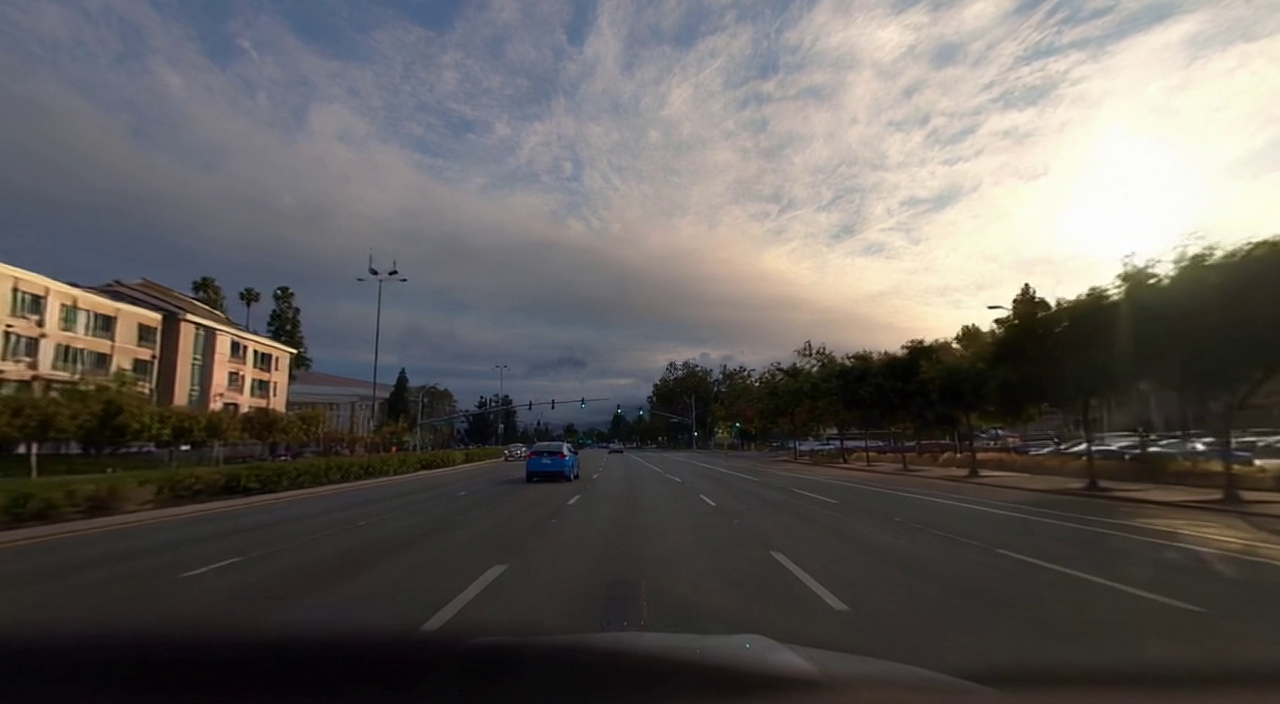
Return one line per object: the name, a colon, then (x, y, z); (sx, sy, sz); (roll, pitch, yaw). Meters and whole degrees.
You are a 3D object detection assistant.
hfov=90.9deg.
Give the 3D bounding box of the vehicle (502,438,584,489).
vehicle: (-3.098, 3.645, 21.049); (2.009, 1.489, 4.543); (0, -8, 0)
